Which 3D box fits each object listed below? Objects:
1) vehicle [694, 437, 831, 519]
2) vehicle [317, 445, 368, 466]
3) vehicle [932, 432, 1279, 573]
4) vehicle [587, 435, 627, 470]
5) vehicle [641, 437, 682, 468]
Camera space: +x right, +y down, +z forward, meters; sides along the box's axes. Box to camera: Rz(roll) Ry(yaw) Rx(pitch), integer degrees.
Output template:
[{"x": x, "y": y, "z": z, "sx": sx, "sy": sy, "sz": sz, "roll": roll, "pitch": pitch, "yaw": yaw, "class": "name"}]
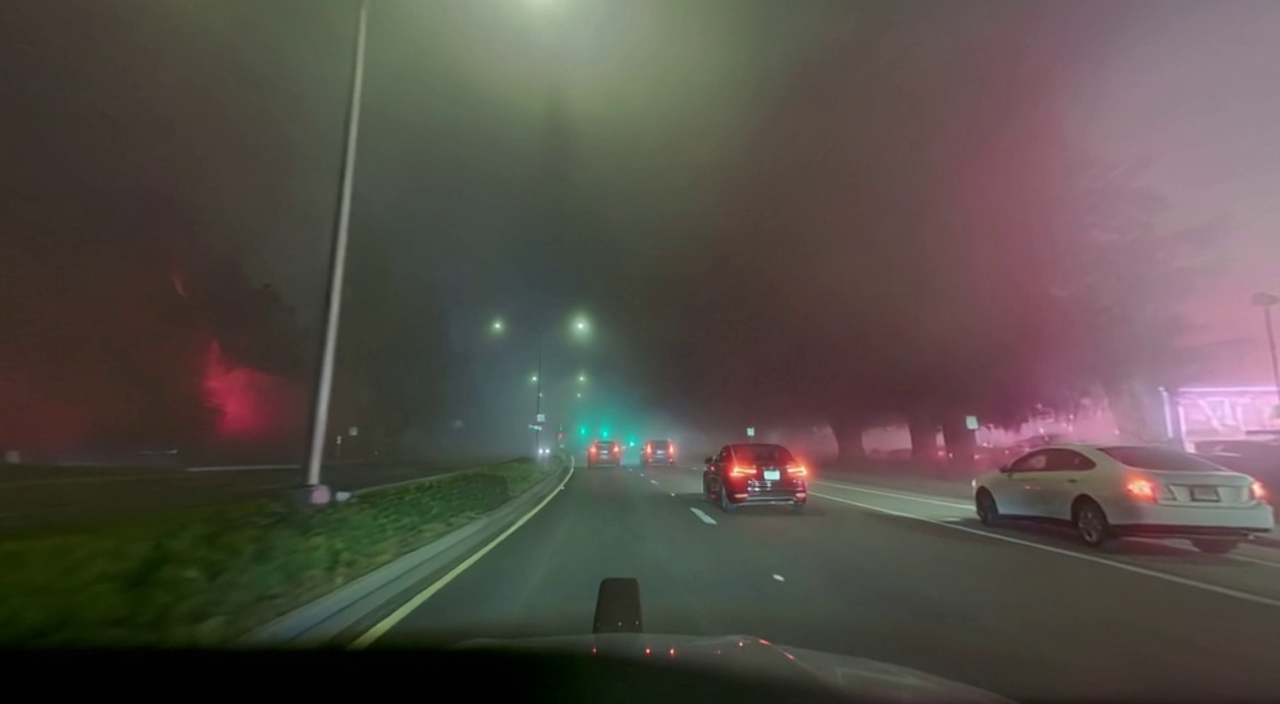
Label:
[{"x": 2.383, "y": 2.577, "z": 13.434, "sx": 1.883, "sy": 1.452, "sz": 4.258, "roll": 0, "pitch": -8, "yaw": -3, "class": "vehicle"}, {"x": -21.867, "y": 7.618, "z": 46.439, "sx": 1.880, "sy": 1.480, "sz": 4.427, "roll": 0, "pitch": -8, "yaw": -4, "class": "vehicle"}, {"x": 6.166, "y": 1.906, "z": 8.842, "sx": 1.917, "sy": 1.457, "sz": 4.274, "roll": 0, "pitch": -8, "yaw": -2, "class": "vehicle"}, {"x": -1.836, "y": 5.504, "z": 34.639, "sx": 2.051, "sy": 1.798, "sz": 4.168, "roll": 0, "pitch": -8, "yaw": -4, "class": "vehicle"}, {"x": 1.225, "y": 6.112, "z": 38.362, "sx": 2.000, "sy": 1.745, "sz": 4.206, "roll": 1, "pitch": -8, "yaw": -5, "class": "vehicle"}]
